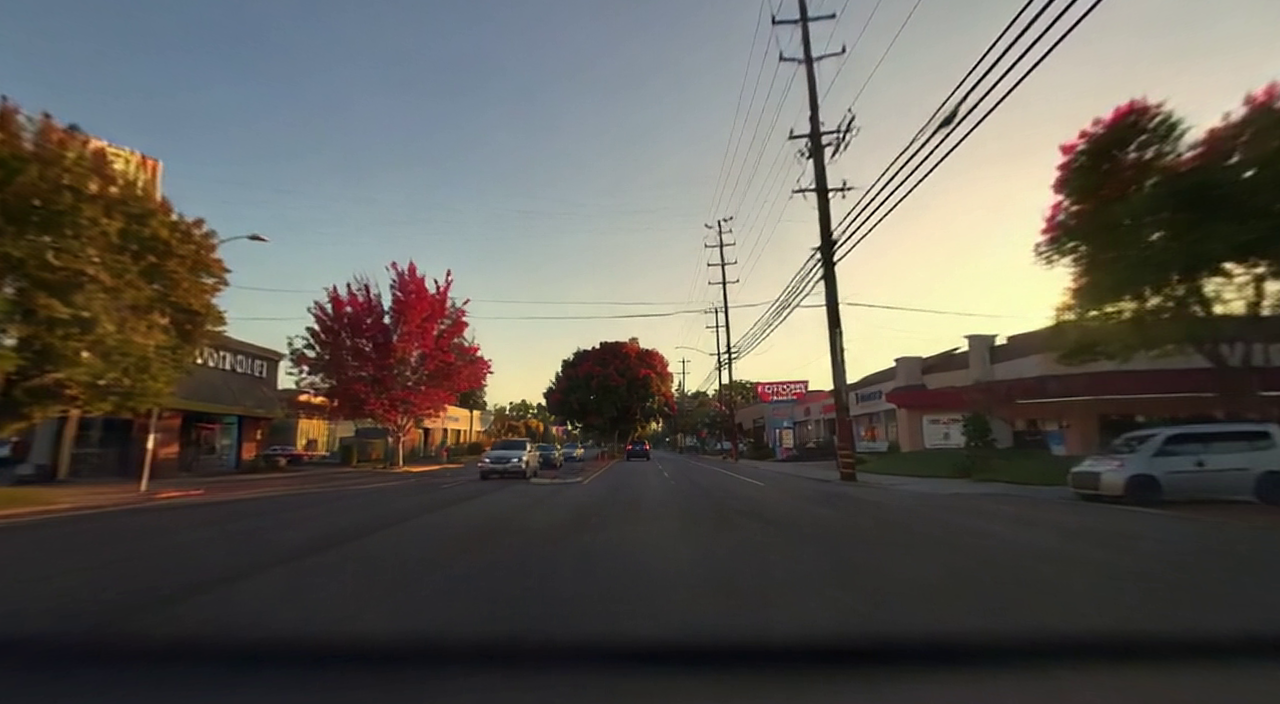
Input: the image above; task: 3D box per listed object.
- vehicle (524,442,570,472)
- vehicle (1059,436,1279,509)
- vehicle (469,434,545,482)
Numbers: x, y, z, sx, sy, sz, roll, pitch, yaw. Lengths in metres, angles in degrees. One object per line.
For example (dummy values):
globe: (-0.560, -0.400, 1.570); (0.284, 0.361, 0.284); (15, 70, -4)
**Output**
vehicle: (-5.184, 5.901, 35.784); (1.909, 1.524, 4.614); (-2, -8, 0)
vehicle: (14.672, 3.129, 16.858); (5.733, 1.610, 2.253); (0, -9, -11)
vehicle: (-5.682, 4.588, 27.659); (2.278, 1.828, 4.970); (-2, -8, -1)
